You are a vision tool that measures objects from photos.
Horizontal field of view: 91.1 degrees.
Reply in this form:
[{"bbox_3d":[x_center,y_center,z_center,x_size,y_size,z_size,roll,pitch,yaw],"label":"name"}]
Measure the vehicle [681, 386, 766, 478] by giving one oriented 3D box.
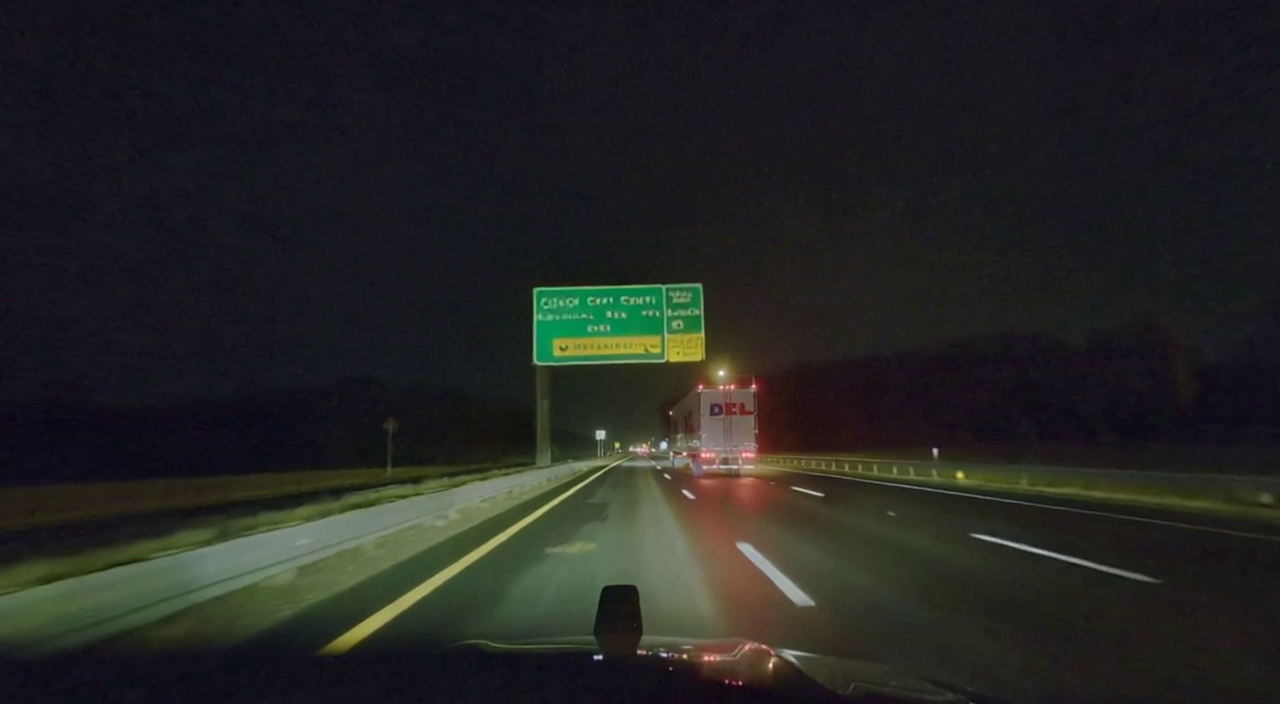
[{"bbox_3d":[3.966,4.155,31.904,2.879,4.075,8.126,0,-9,-2],"label":"vehicle"}]
